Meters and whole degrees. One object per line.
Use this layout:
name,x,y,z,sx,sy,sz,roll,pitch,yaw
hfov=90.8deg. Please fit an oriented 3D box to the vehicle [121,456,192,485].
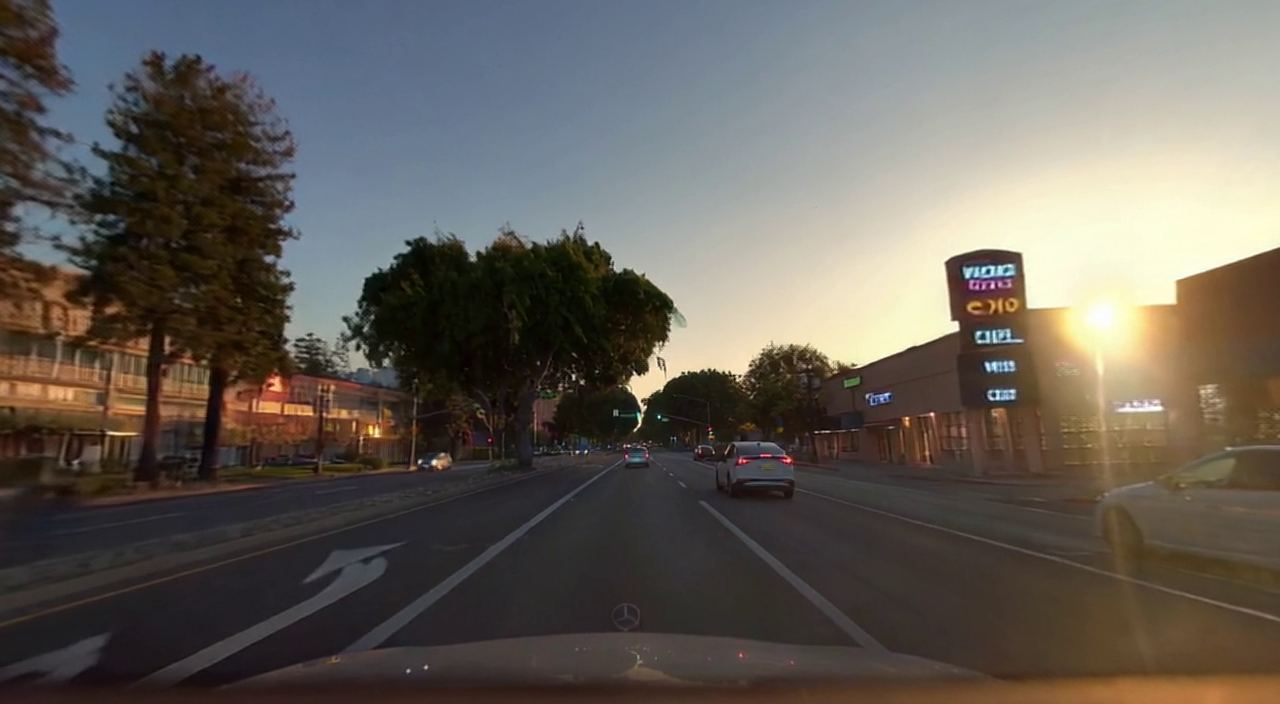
vehicle,-32.983,8.058,43.258,1.856,1.675,5.356,2,-9,-15

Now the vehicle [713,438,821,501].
vehicle,3.480,3.313,18.261,2.072,1.545,4.578,0,-8,-1

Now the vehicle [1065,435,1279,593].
vehicle,6.894,1.575,6.417,1.952,1.449,4.544,0,-8,-1

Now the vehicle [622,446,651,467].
vehicle,-0.247,7.844,47.436,2.052,1.461,4.324,0,-8,0

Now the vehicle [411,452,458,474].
vehicle,-15.274,8.230,47.162,1.908,1.486,4.629,-1,-8,1
